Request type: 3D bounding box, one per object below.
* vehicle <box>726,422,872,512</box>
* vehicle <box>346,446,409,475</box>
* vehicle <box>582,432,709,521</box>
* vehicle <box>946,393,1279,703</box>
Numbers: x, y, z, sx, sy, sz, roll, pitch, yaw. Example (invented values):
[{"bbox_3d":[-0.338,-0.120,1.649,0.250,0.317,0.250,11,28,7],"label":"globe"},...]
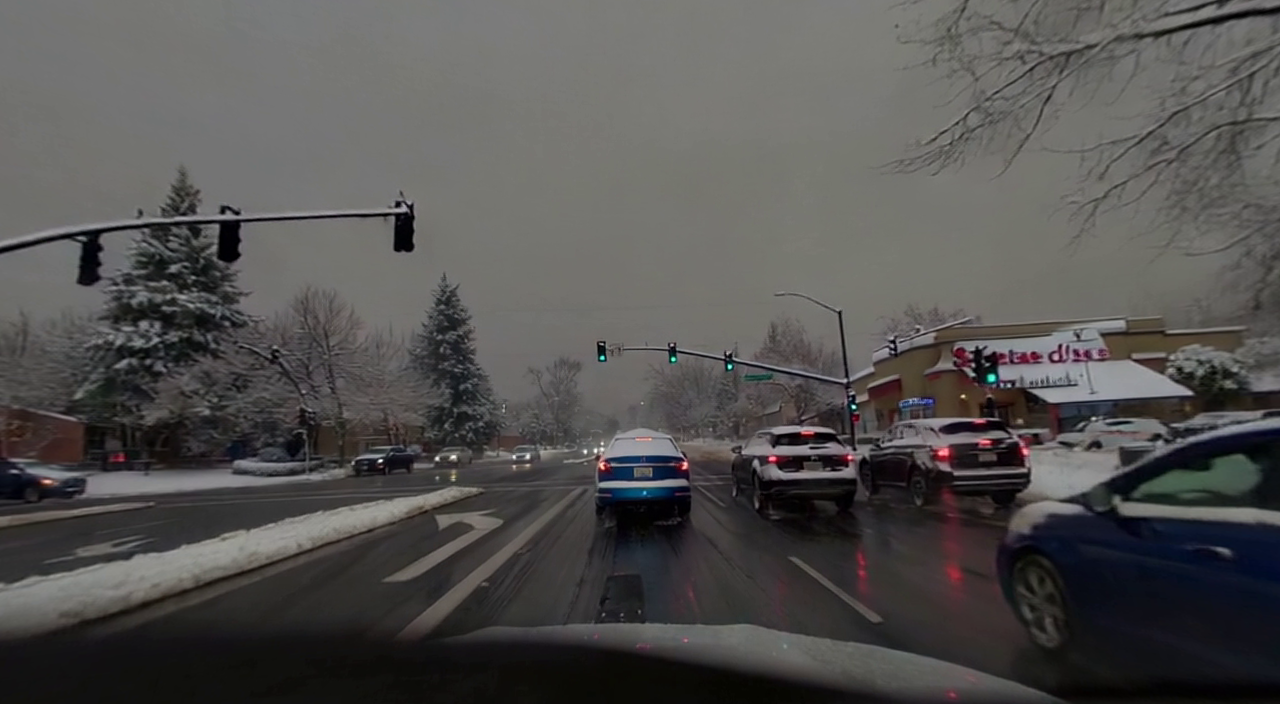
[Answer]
[{"bbox_3d":[3.251,2.470,14.018,1.973,1.633,4.717,0,-8,-1],"label":"vehicle"},{"bbox_3d":[-18.683,7.677,45.230,2.324,1.911,5.610,0,-8,-3],"label":"vehicle"},{"bbox_3d":[0.056,2.402,12.731,2.135,1.468,4.076,0,-8,-1],"label":"vehicle"},{"bbox_3d":[3.534,0.963,2.926,1.889,1.473,4.643,0,-8,0],"label":"vehicle"}]
